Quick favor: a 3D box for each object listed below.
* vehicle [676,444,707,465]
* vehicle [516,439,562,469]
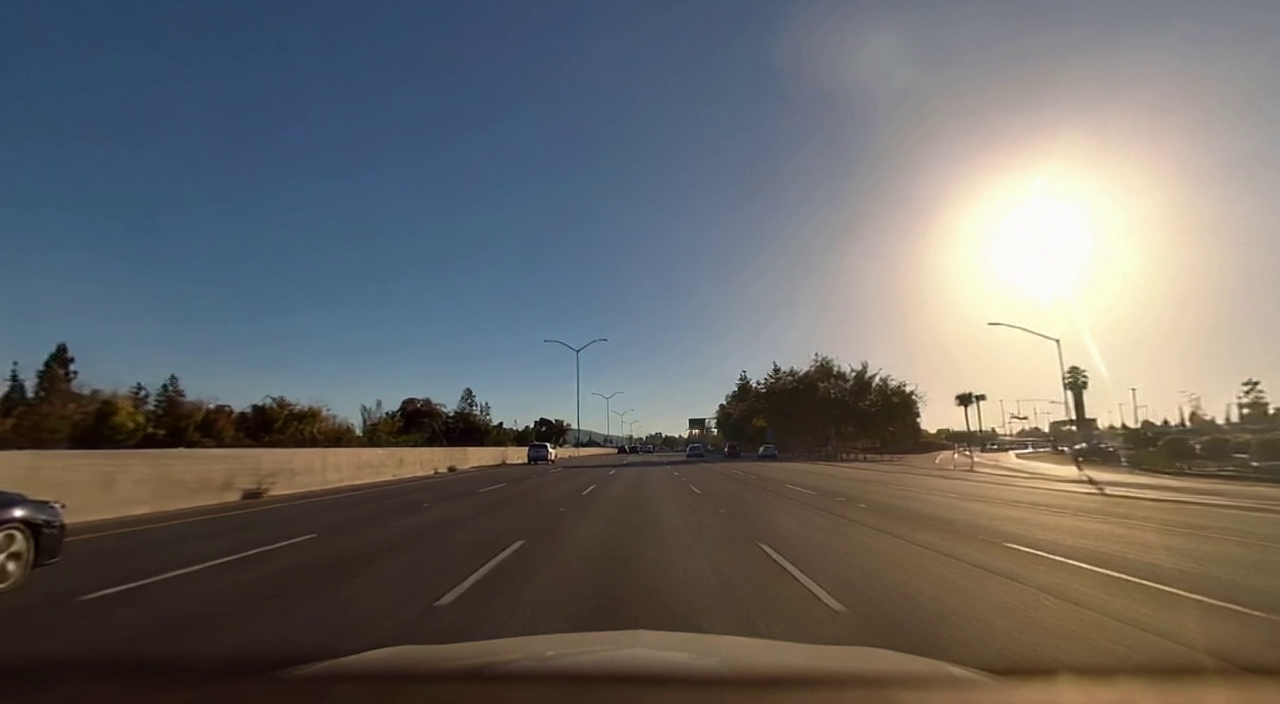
[{"bbox_3d":[3.771,7.558,46.381,1.950,1.453,3.378,0,-8,-1],"label":"vehicle"},{"bbox_3d":[-6.298,6.370,39.541,2.091,1.746,4.437,0,-8,1],"label":"vehicle"}]
